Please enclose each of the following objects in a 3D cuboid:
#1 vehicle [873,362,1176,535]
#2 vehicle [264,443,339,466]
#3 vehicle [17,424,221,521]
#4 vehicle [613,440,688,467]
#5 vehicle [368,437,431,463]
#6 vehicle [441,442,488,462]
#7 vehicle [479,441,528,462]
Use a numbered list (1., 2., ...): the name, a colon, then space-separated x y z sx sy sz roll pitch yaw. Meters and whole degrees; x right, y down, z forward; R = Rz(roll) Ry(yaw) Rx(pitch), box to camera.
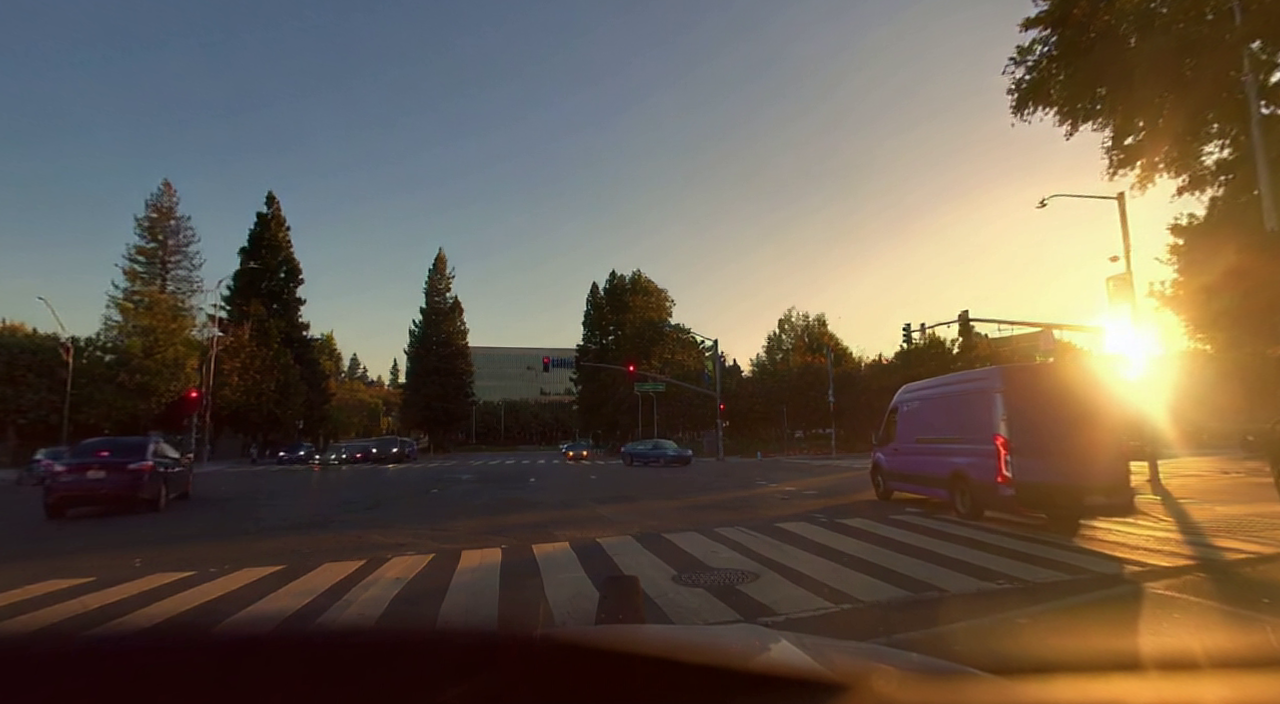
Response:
1. vehicle: 6.565 1.794 11.903 2.332 2.511 5.326 0 -9 1
2. vehicle: -21.857 6.641 40.976 1.859 1.415 4.591 -1 -9 8
3. vehicle: -10.659 2.450 13.428 2.115 1.653 4.553 4 -9 -24
4. vehicle: 0.545 5.737 35.706 3.909 1.409 1.907 -7 -11 40
5. vehicle: -17.404 7.150 45.999 2.189 1.753 4.785 -1 -9 8
6. vehicle: -13.209 7.587 47.857 1.845 1.426 4.289 -1 -9 8
7. vehicle: -10.173 7.468 47.391 2.097 1.484 4.596 -1 -9 8
